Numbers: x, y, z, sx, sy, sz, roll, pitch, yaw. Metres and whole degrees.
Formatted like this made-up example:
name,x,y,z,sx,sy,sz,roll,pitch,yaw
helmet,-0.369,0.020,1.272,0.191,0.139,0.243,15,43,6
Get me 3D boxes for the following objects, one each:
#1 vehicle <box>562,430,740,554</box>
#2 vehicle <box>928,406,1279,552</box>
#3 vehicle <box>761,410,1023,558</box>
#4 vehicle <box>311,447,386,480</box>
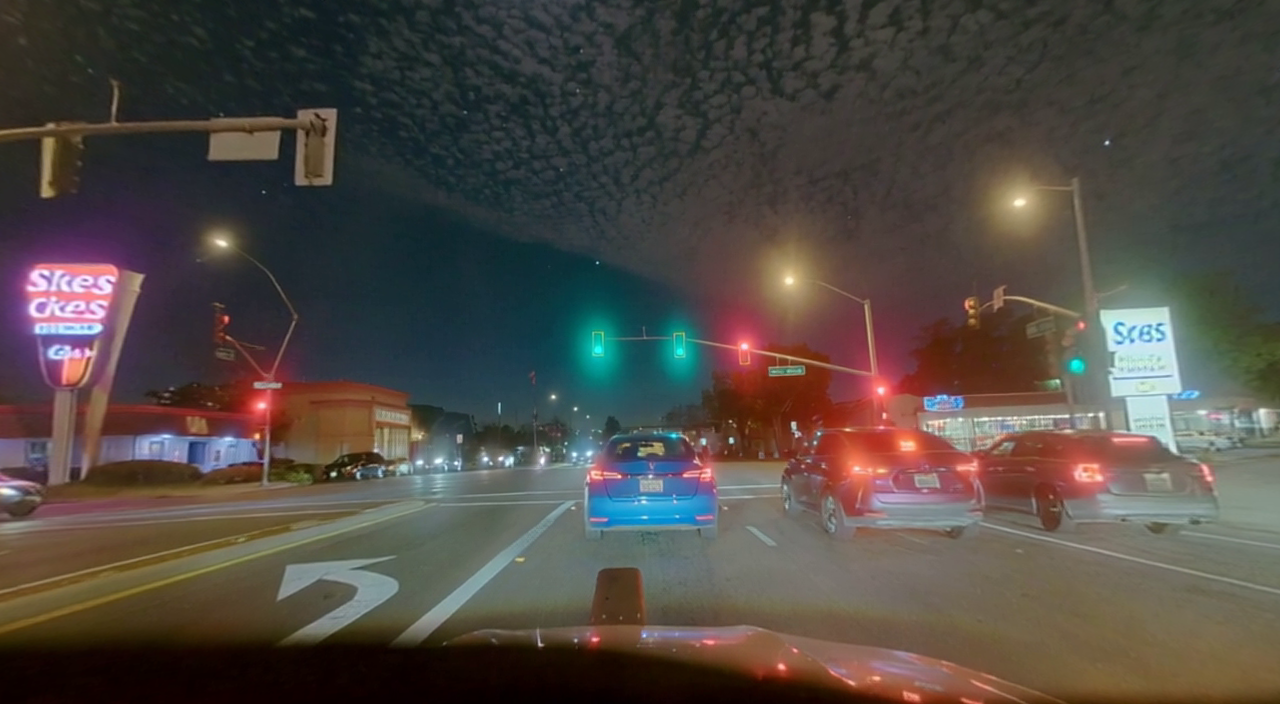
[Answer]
name,x,y,z,sx,sy,sz,roll,pitch,yaw
vehicle,0.098,1.986,9.691,2.135,1.468,4.076,0,-8,-1
vehicle,6.457,1.808,9.623,2.009,1.700,4.275,0,-8,-1
vehicle,3.266,1.826,9.459,1.973,1.633,4.717,0,-8,0
vehicle,-18.577,7.085,40.654,2.324,1.911,5.610,0,-8,-2
